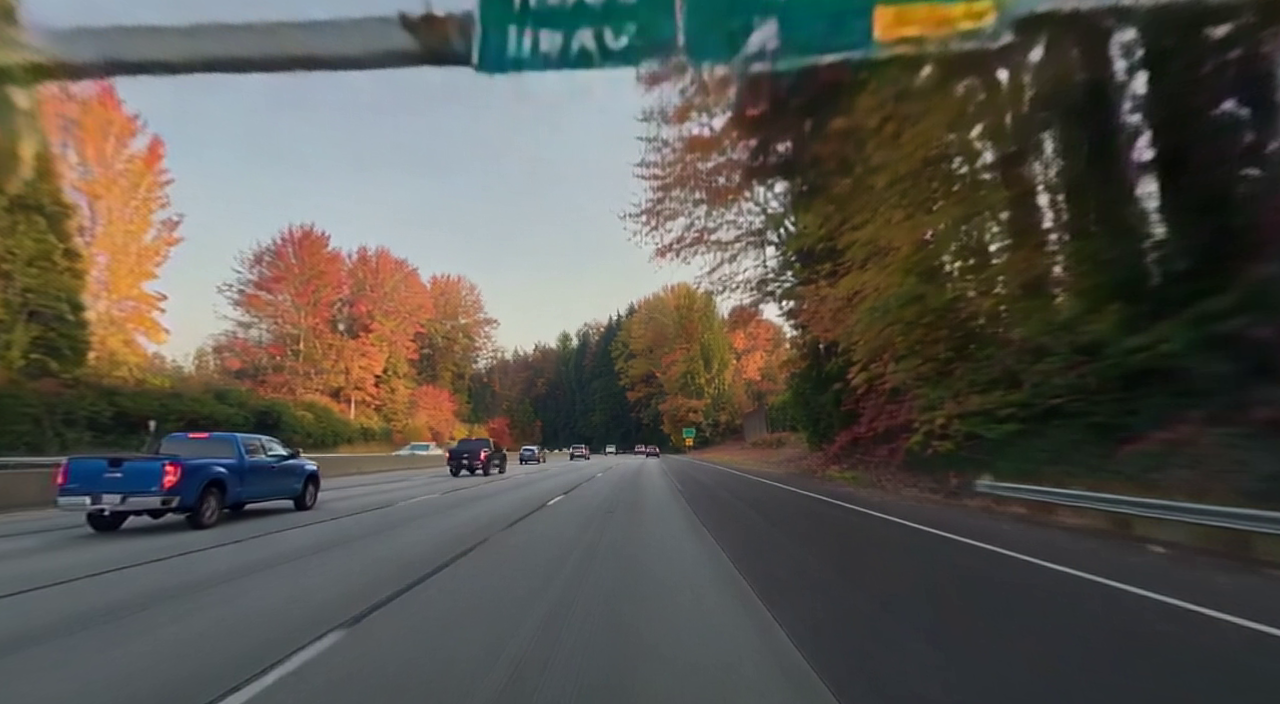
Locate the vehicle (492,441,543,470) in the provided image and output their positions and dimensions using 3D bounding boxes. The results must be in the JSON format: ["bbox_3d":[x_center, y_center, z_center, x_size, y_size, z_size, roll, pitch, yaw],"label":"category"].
[{"bbox_3d":[-6.717,5.720,34.988,1.919,1.499,4.234,0,-8,1],"label":"vehicle"}]

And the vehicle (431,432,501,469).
[{"bbox_3d":[-10.293,5.891,37.906,2.347,1.984,5.778,0,-8,2],"label":"vehicle"}]

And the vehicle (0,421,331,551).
[{"bbox_3d":[-7.160,1.984,10.101,1.965,1.567,4.686,0,-8,1],"label":"vehicle"}]
